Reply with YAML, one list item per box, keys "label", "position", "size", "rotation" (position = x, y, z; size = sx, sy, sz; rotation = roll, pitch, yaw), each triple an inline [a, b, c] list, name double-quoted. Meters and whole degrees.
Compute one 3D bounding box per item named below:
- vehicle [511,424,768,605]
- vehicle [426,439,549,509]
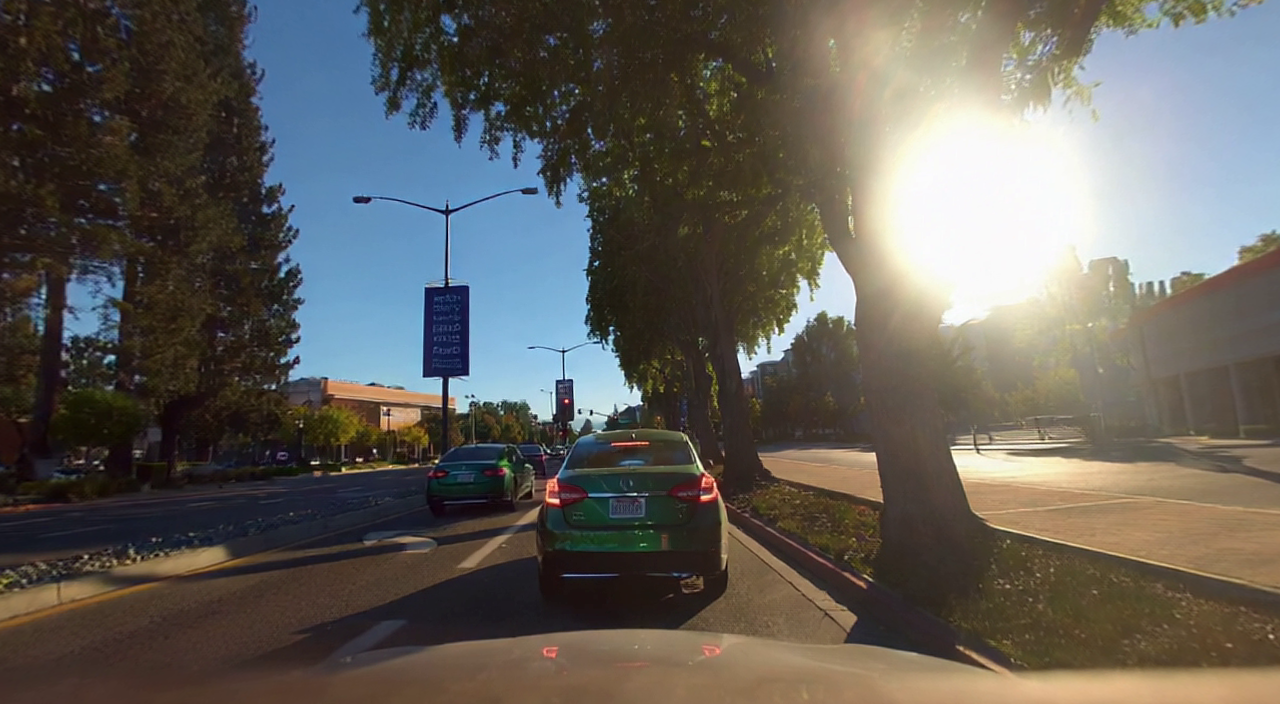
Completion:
- label: "vehicle"
  position: [-0.056, 1.639, 7.293]
  size: [2.126, 1.475, 3.967]
  rotation: [0, -8, -2]
- label: "vehicle"
  position: [-3.493, 2.864, 15.402]
  size: [1.952, 1.431, 4.383]
  rotation: [0, -8, -1]
